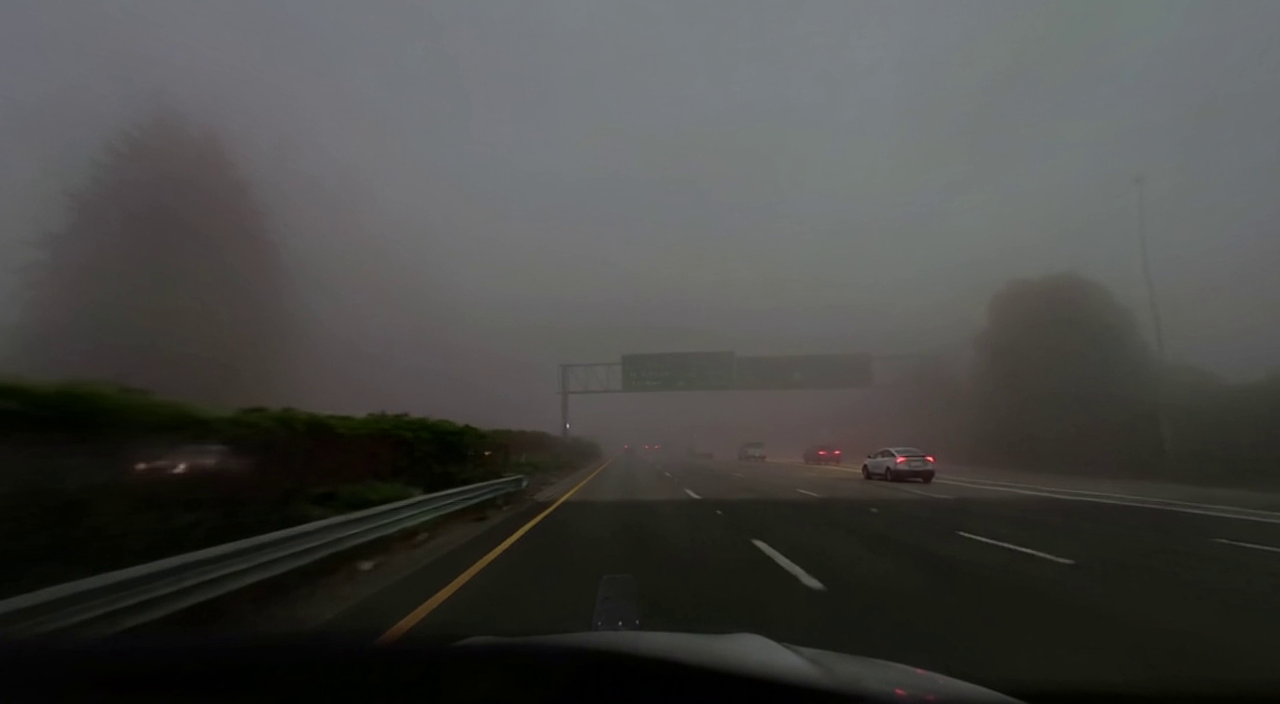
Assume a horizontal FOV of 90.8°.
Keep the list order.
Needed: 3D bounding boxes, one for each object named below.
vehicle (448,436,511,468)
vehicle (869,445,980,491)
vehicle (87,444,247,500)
[{"bbox_3d":[-8.699,5.463,34.648,2.520,1.621,4.165,-1,-9,-2],"label":"vehicle"},{"bbox_3d":[9.685,3.937,21.890,1.836,1.418,4.132,0,-9,-1],"label":"vehicle"},{"bbox_3d":[-15.291,3.859,20.767,1.918,1.569,4.146,0,-8,2],"label":"vehicle"}]
